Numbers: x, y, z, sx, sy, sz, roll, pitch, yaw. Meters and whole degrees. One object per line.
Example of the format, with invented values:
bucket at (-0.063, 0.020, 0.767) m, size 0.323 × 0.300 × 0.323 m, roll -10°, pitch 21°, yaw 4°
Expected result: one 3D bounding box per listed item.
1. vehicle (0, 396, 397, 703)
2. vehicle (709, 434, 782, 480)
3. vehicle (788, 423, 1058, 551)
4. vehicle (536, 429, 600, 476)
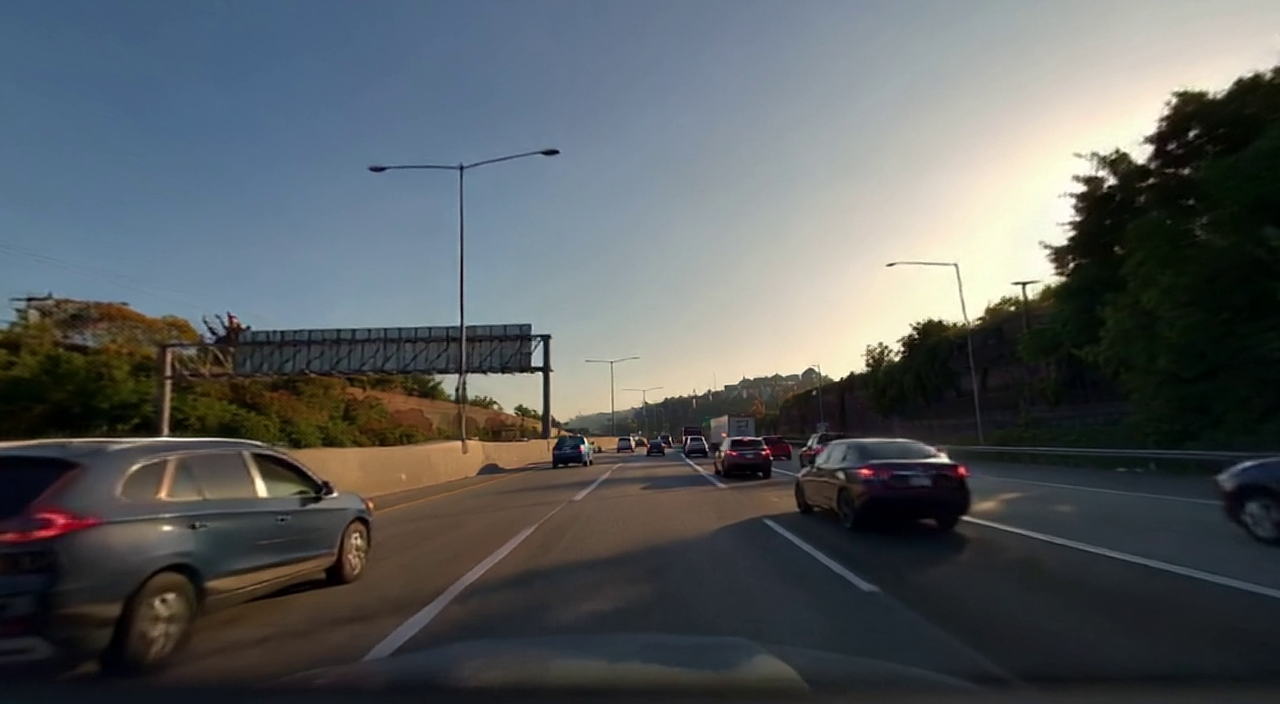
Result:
vehicle at (-3.649, 1.230, 4.644) m, size 1.914 × 1.476 × 4.416 m, roll -1°, pitch -8°, yaw 1°
vehicle at (3.768, 3.834, 23.276) m, size 1.933 × 1.492 × 4.125 m, roll 0°, pitch -8°, yaw 0°
vehicle at (3.918, 1.954, 9.895) m, size 1.999 × 1.482 × 4.743 m, roll 0°, pitch -8°, yaw 0°
vehicle at (-2.877, 4.127, 26.141) m, size 2.006 × 1.741 × 4.277 m, roll -1°, pitch -8°, yaw 2°
